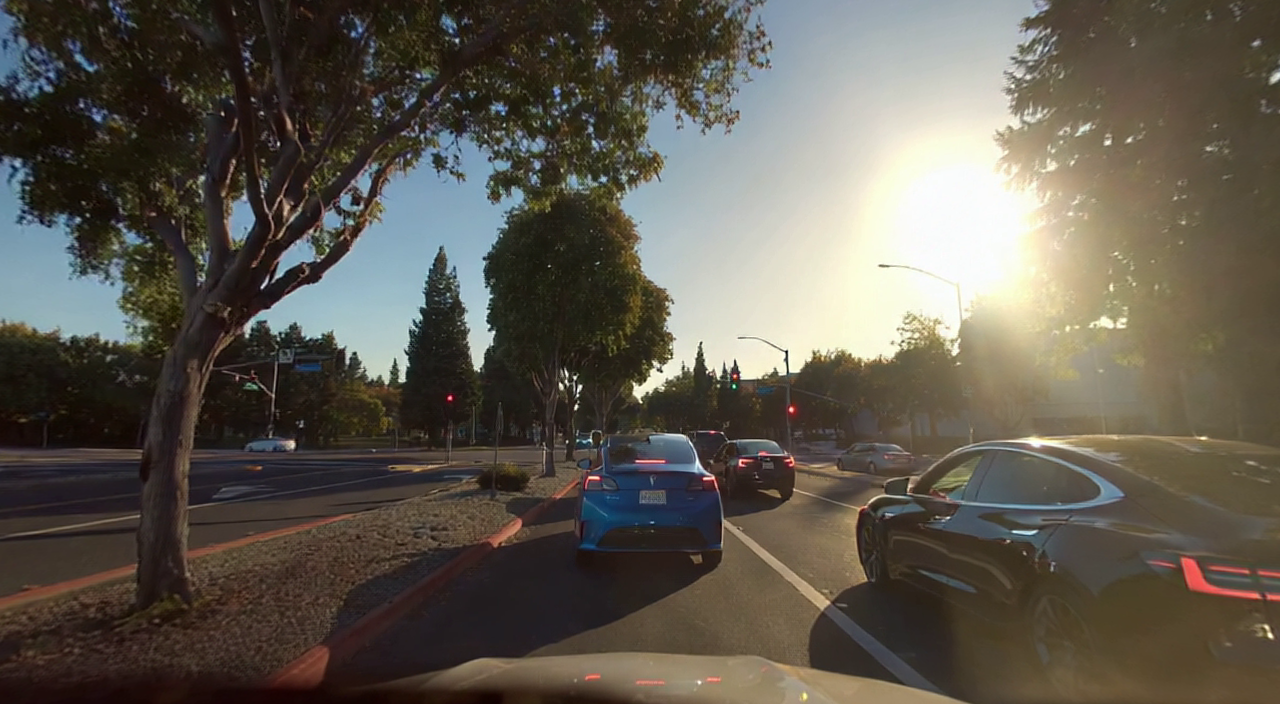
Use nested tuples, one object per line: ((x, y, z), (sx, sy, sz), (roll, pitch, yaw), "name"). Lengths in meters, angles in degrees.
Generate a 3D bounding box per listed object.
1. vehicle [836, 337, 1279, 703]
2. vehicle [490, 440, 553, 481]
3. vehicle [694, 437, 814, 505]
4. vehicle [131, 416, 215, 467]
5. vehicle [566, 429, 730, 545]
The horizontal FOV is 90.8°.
((3.185, 1.104, 4.304), (2.167, 1.676, 4.443), (0, -8, -1), "vehicle")
((-4.635, 4.285, 25.250), (1.972, 1.457, 4.171), (0, -8, -4), "vehicle")
((2.696, 2.930, 16.028), (2.058, 1.466, 4.208), (0, -8, -3), "vehicle")
((-29.267, 5.613, 39.699), (2.608, 2.990, 3.026), (2, -8, 3), "vehicle")
((0.023, 2.079, 10.439), (2.147, 1.499, 4.240), (0, -8, -2), "vehicle")
